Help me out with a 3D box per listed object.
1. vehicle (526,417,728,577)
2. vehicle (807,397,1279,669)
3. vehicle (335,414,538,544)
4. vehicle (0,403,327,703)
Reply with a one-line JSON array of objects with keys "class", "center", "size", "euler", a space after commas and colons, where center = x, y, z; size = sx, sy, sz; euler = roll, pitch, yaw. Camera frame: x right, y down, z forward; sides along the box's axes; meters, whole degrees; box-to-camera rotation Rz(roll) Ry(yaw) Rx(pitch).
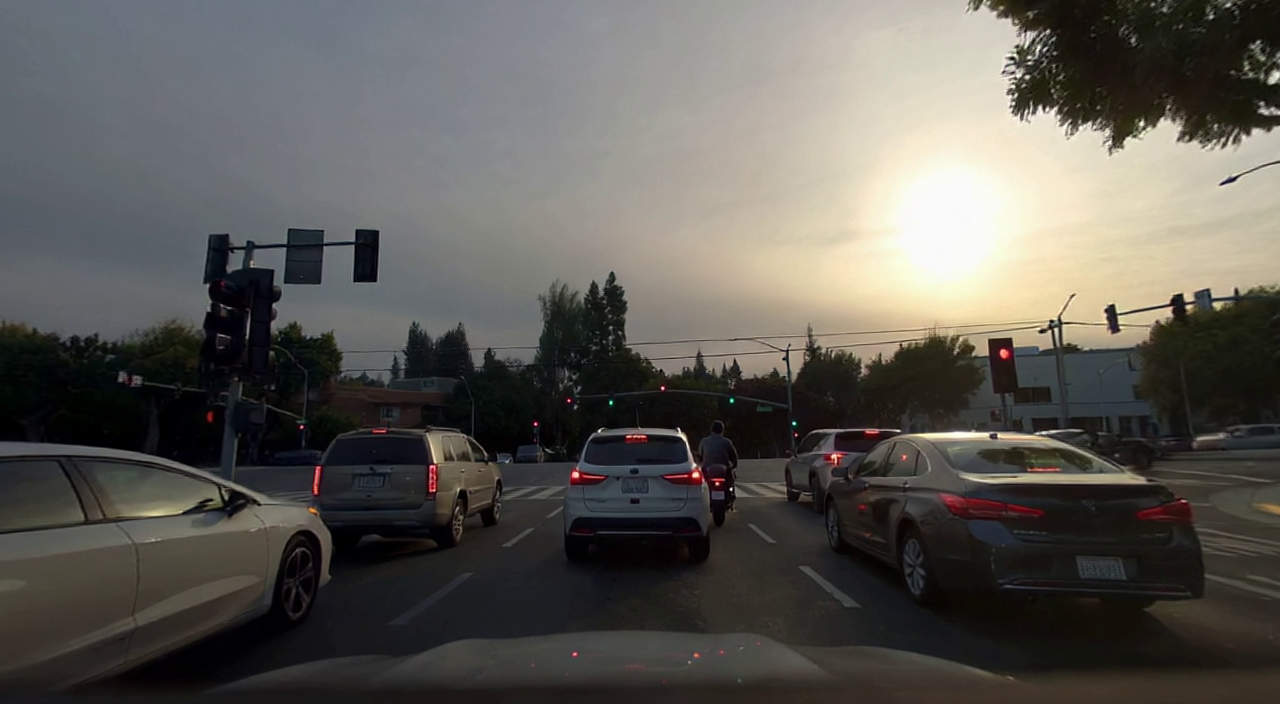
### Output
[{"class": "vehicle", "center": [-0.102, 1.801, 8.550], "size": [2.106, 1.655, 3.717], "euler": [0, -8, 1]}, {"class": "vehicle", "center": [3.236, 1.444, 6.194], "size": [2.006, 1.659, 4.462], "euler": [0, -8, 1]}, {"class": "vehicle", "center": [-3.225, 2.111, 11.155], "size": [2.048, 1.805, 4.405], "euler": [0, -8, 1]}, {"class": "vehicle", "center": [-3.350, 0.945, 2.358], "size": [1.863, 1.495, 4.667], "euler": [0, -8, 2]}]
